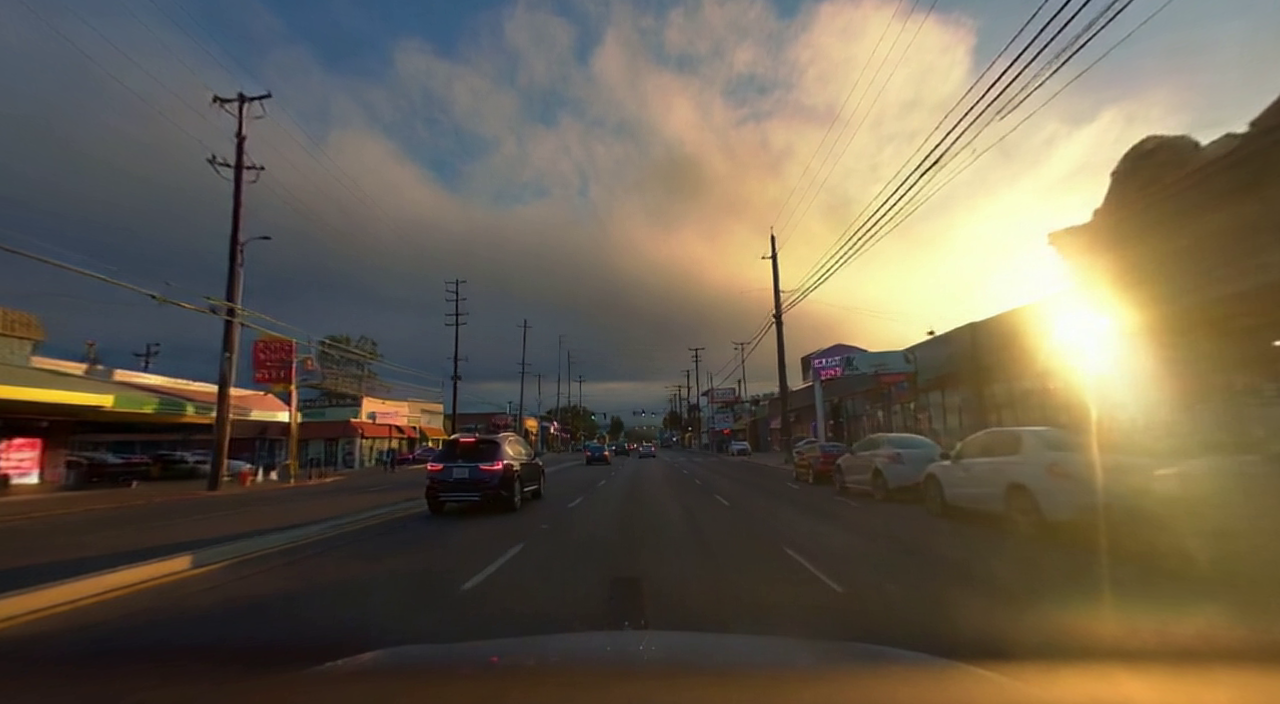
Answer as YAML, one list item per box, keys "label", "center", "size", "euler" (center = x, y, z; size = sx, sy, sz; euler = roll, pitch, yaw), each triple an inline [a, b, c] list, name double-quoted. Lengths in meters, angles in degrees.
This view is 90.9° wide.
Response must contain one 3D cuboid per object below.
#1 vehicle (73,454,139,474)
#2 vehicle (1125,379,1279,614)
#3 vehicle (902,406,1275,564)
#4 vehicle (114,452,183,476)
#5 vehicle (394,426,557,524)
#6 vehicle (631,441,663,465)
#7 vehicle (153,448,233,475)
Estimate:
- label: "vehicle"
  center: [-39.988, 8.366, 47.206]
  size: [4.129, 1.442, 1.732]
  euler: [-3, -9, 18]
- label: "vehicle"
  center: [6.302, 1.056, 4.348]
  size: [2.128, 1.900, 4.724]
  euler: [0, -9, 1]
- label: "vehicle"
  center: [6.370, 1.968, 10.089]
  size: [2.116, 1.836, 5.235]
  euler: [0, -9, 0]
- label: "vehicle"
  center: [-35.509, 8.052, 45.478]
  size: [4.731, 1.511, 1.768]
  euler: [-5, -7, 22]
- label: "vehicle"
  center: [-3.086, 2.436, 12.953]
  size: [2.049, 1.646, 4.445]
  euler: [0, -9, 1]
- label: "vehicle"
  center: [0.448, 6.688, 41.949]
  size: [2.037, 1.484, 4.073]
  euler: [0, -9, 0]
- label: "vehicle"
  center: [-31.053, 7.610, 43.773]
  size: [4.589, 1.779, 2.154]
  euler: [-3, -9, 20]
